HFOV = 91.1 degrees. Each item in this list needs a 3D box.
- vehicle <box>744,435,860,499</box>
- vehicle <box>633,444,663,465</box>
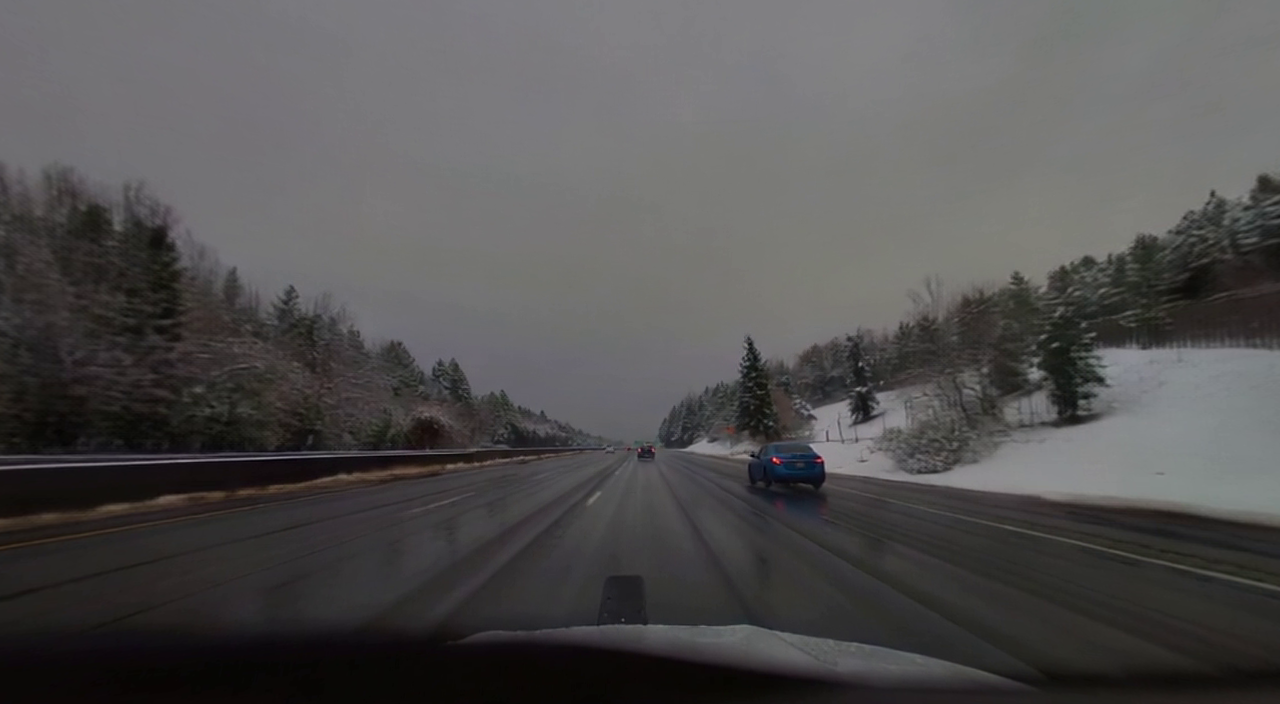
[{"bbox_3d":[4.325,3.135,17.605,2.008,1.524,4.598,0,-8,0],"label":"vehicle"},{"bbox_3d":[0.529,7.382,45.551,2.052,1.449,3.857,0,-8,0],"label":"vehicle"}]
